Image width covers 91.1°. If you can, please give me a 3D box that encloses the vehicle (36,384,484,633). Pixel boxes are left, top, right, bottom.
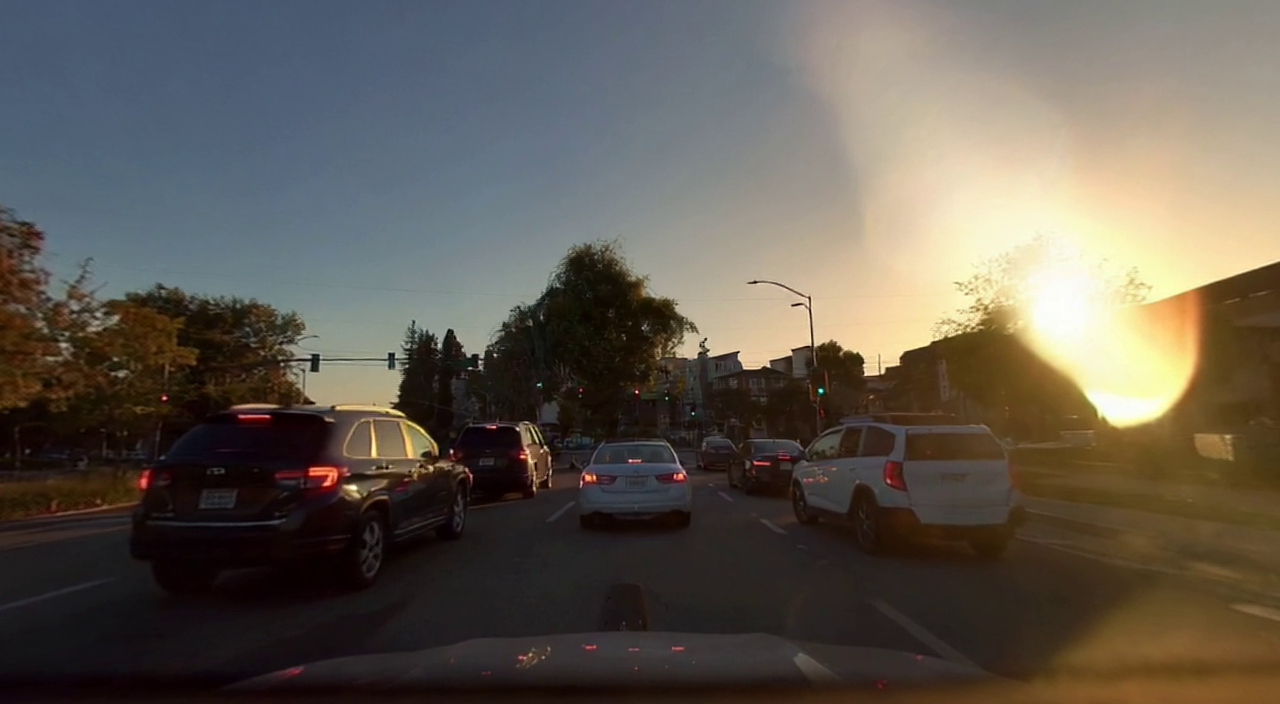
[{"bbox_3d":[-3.151,1.379,6.511,1.912,1.703,4.261,0,-8,1],"label":"vehicle"}]

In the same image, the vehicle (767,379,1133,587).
[{"bbox_3d":[3.237,1.505,7.998,2.141,1.833,4.704,0,-8,-2],"label":"vehicle"}]

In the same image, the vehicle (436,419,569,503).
[{"bbox_3d":[-3.192,2.649,15.718,2.117,1.772,4.619,0,-8,2],"label":"vehicle"}]

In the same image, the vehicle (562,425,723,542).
[{"bbox_3d":[0.016,1.948,9.911,2.021,1.461,3.862,0,-8,0],"label":"vehicle"}]
